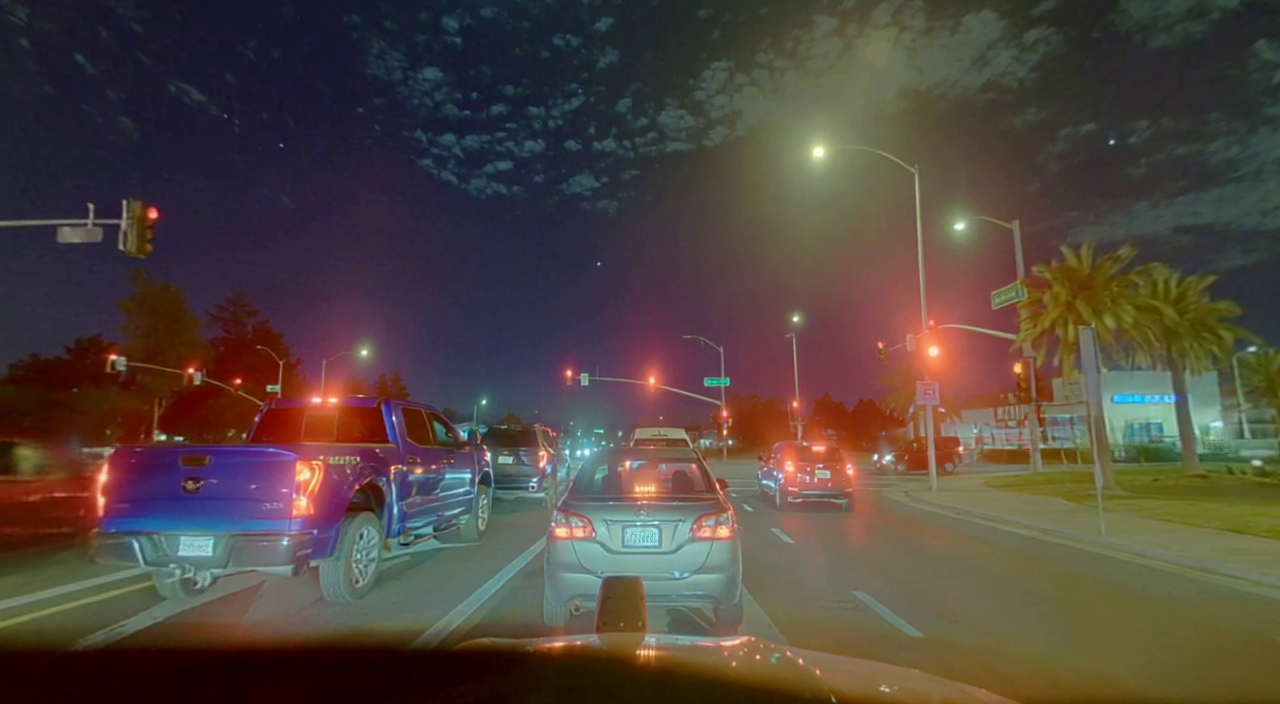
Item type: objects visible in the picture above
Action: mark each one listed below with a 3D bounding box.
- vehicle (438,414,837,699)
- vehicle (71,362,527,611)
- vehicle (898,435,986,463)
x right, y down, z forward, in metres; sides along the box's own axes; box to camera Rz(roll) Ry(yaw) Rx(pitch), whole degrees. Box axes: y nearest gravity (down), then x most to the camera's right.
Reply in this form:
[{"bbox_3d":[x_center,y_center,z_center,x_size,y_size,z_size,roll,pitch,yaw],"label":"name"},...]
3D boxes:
[{"bbox_3d":[0.017,1.400,5.501,2.122,1.501,4.152,0,-8,1],"label":"vehicle"},{"bbox_3d":[-3.246,1.475,7.895,2.330,1.969,5.626,-1,-8,3],"label":"vehicle"},{"bbox_3d":[18.823,6.082,39.293,4.466,1.717,1.963,0,-8,2],"label":"vehicle"}]
